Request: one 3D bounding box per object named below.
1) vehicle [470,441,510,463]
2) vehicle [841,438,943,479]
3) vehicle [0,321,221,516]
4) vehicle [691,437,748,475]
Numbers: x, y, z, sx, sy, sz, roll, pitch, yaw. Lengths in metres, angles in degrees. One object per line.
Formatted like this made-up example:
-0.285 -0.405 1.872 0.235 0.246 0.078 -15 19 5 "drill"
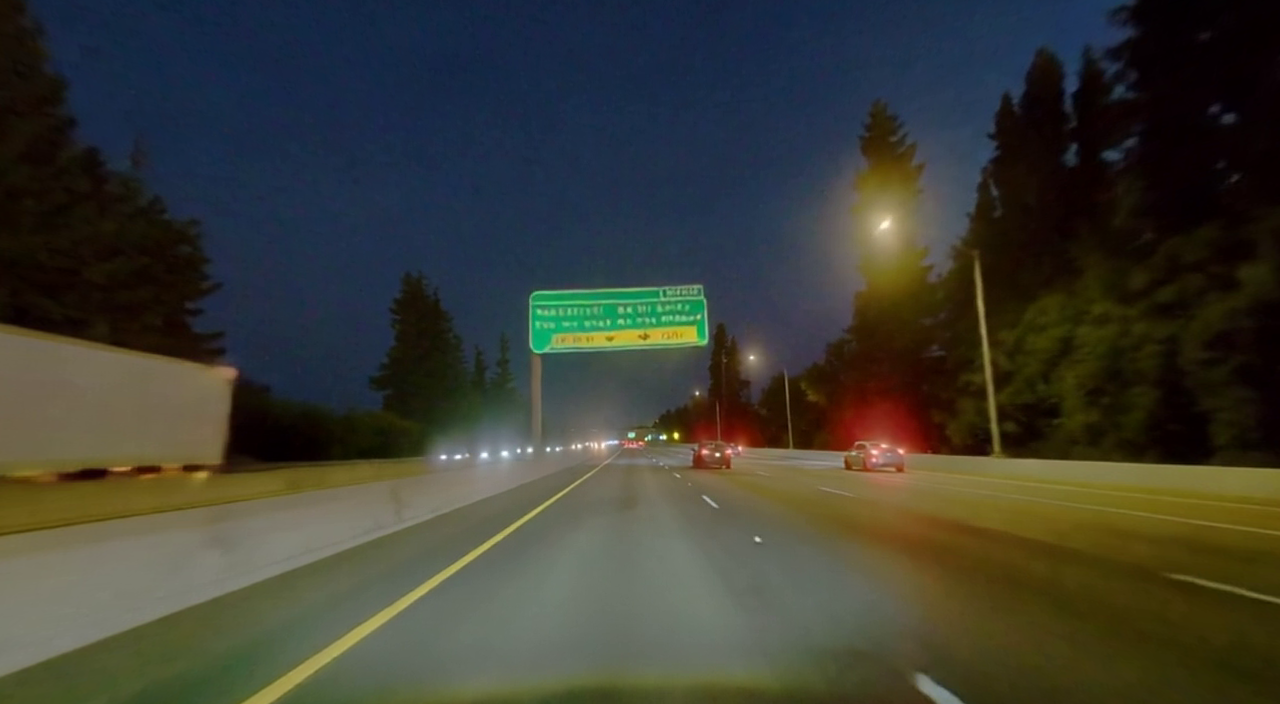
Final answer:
-11.610 7.757 49.324 2.001 1.604 4.568 0 -8 0 "vehicle"
10.256 4.356 26.228 1.987 1.502 5.130 0 -8 -1 "vehicle"
-15.115 1.234 12.131 3.082 4.100 16.527 0 -8 -1 "vehicle"
3.633 4.843 29.663 2.018 1.600 4.121 0 -8 -2 "vehicle"
